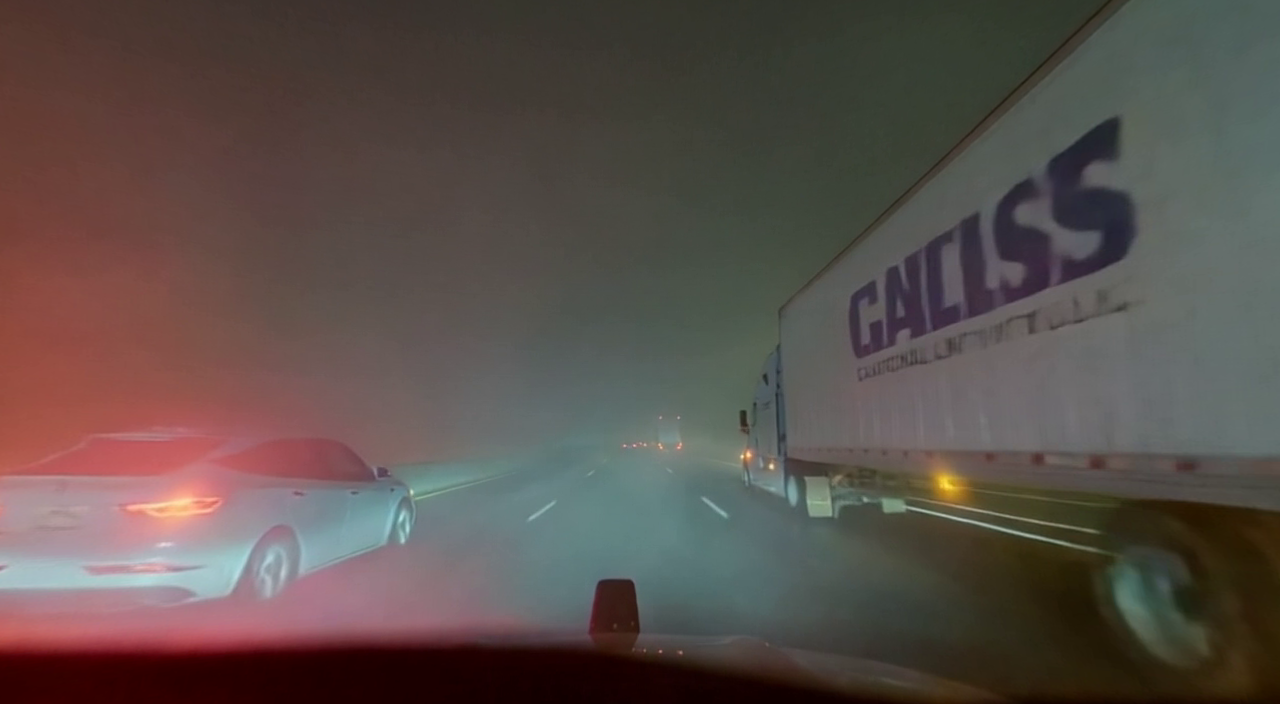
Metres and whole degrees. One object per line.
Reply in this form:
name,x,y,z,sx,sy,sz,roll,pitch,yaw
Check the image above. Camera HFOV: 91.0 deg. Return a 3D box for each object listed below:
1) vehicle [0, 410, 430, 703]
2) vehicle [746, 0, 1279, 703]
vehicle,-3.487,1.365,5.392,1.990,1.520,4.100,0,-8,0
vehicle,4.265,0.392,7.861,2.976,4.064,14.619,0,-8,-1
